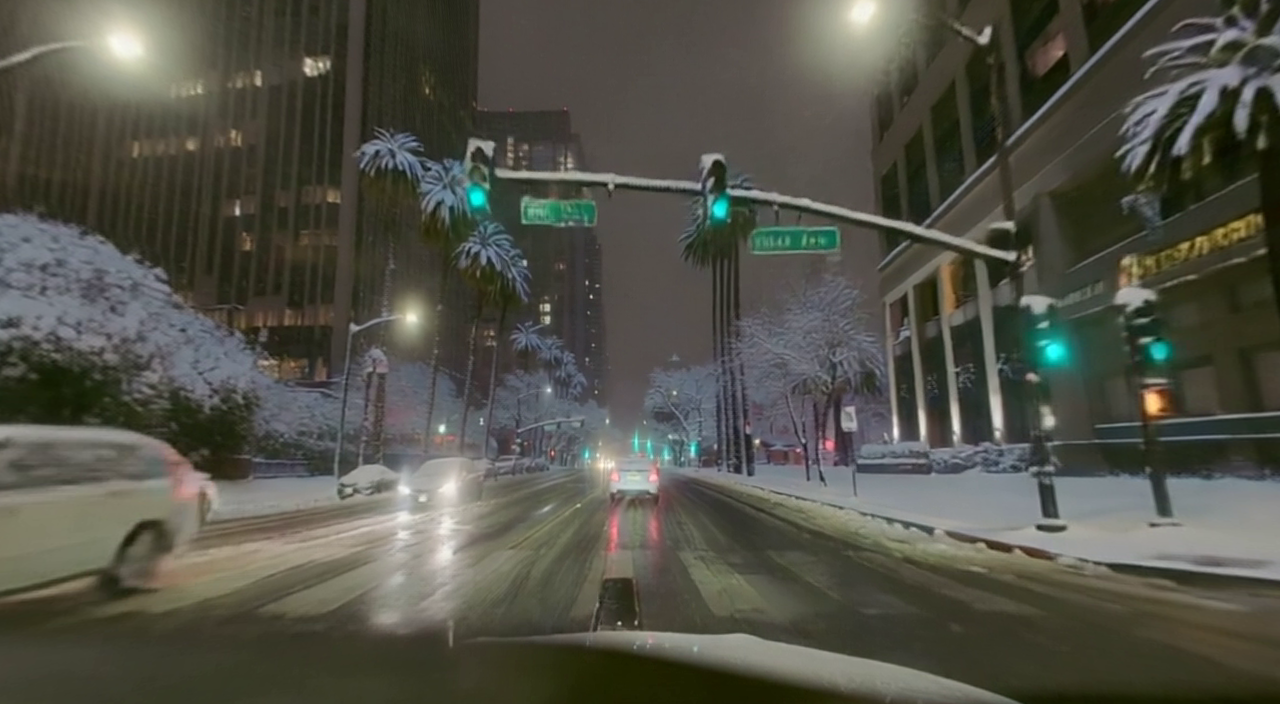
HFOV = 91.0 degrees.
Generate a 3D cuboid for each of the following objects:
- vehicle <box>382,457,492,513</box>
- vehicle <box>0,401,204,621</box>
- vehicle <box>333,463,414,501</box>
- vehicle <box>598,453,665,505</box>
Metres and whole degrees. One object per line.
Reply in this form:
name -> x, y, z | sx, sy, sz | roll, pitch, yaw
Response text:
vehicle -> -6.240, 4.111, 19.967 | 1.951, 1.476, 4.452 | -1, -9, 1
vehicle -> -6.618, 1.404, 5.569 | 2.070, 1.893, 4.738 | 0, -9, 0
vehicle -> -12.719, 6.290, 30.418 | 1.914, 1.551, 4.634 | -4, -12, 0
vehicle -> -0.298, 4.445, 22.498 | 2.145, 1.632, 3.972 | 0, -9, -1
